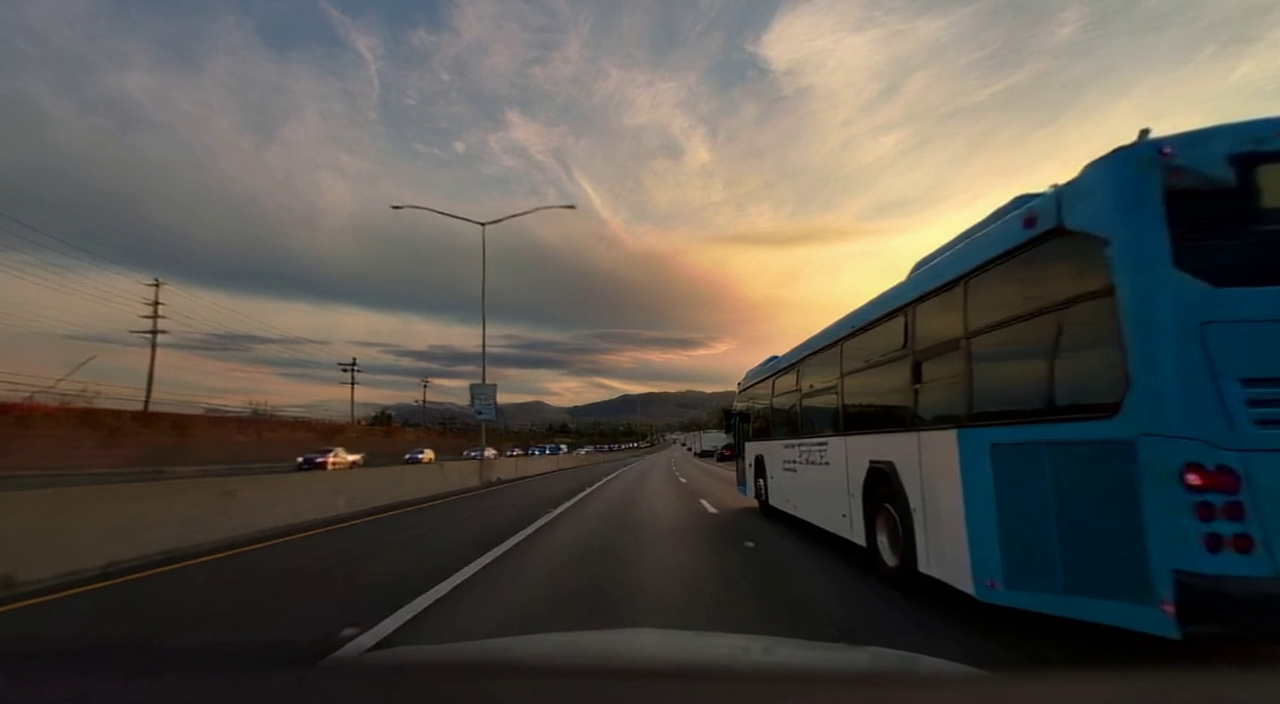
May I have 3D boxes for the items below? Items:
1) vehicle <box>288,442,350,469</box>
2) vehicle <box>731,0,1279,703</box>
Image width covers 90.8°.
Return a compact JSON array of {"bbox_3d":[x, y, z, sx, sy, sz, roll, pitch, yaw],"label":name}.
[{"bbox_3d":[-24.926,8.011,49.271,2.012,1.973,4.871,-1,-9,3],"label":"vehicle"},{"bbox_3d":[3.963,0.946,9.532,3.144,3.580,14.591,0,-9,0],"label":"vehicle"}]
